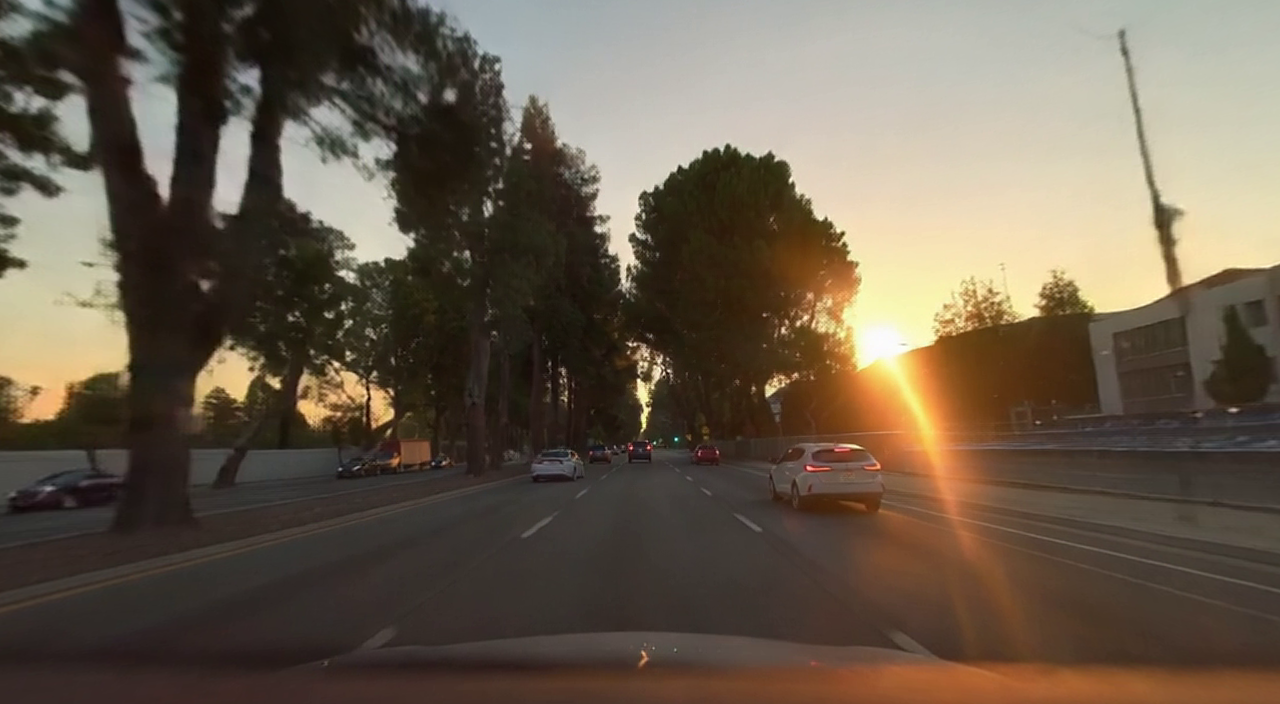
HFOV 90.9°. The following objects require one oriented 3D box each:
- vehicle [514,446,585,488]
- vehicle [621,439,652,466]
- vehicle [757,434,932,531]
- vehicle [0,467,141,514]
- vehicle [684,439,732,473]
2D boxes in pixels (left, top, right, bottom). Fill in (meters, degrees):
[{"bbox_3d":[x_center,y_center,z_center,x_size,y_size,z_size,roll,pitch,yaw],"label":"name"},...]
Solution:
[{"bbox_3d":[-3.166,4.116,22.858,2.013,1.354,3.908,0,-8,0],"label":"vehicle"},{"bbox_3d":[-0.291,7.478,47.021,2.247,1.882,4.603,0,-8,-1],"label":"vehicle"},{"bbox_3d":[3.606,2.358,12.049,1.919,1.502,4.232,0,-8,0],"label":"vehicle"},{"bbox_3d":[-22.655,5.388,24.881,1.908,1.483,4.835,0,-8,0],"label":"vehicle"},{"bbox_3d":[3.631,5.641,34.435,1.980,1.709,4.367,0,-8,-1],"label":"vehicle"}]
